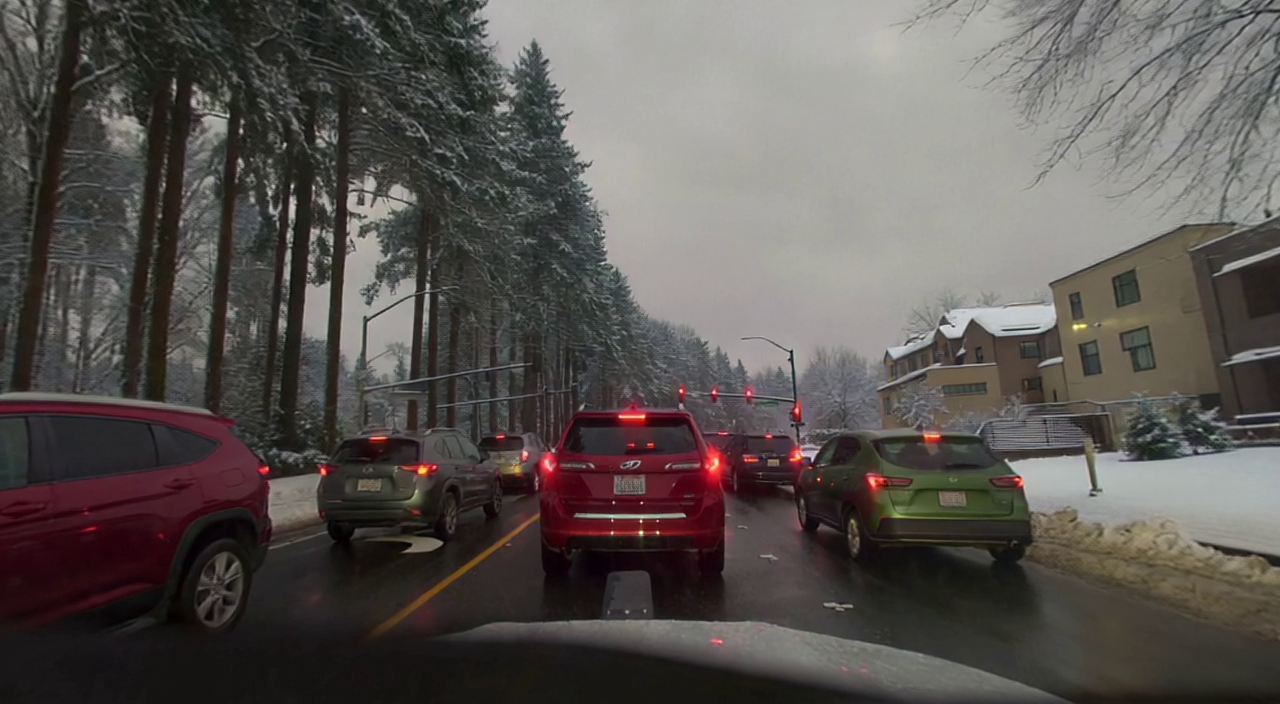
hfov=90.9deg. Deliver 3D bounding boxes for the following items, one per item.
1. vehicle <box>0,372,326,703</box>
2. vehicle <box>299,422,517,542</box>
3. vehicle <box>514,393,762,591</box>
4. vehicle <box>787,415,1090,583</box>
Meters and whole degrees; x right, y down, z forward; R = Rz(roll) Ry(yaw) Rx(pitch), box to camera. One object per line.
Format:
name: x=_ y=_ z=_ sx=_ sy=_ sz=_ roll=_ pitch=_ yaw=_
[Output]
vehicle: x=-3.774 y=0.998 z=3.322 sx=1.929 sy=1.641 sz=4.193 roll=0 pitch=-8 yaw=2
vehicle: x=-3.644 y=2.120 z=10.941 sx=2.042 sy=1.641 sz=4.314 roll=0 pitch=-8 yaw=1
vehicle: x=0.004 y=1.539 z=7.689 sx=2.193 sy=1.744 sz=4.033 roll=0 pitch=-8 yaw=1
vehicle: x=3.273 y=1.672 z=7.877 sx=1.922 sy=1.579 sz=3.642 roll=0 pitch=-8 yaw=-1
